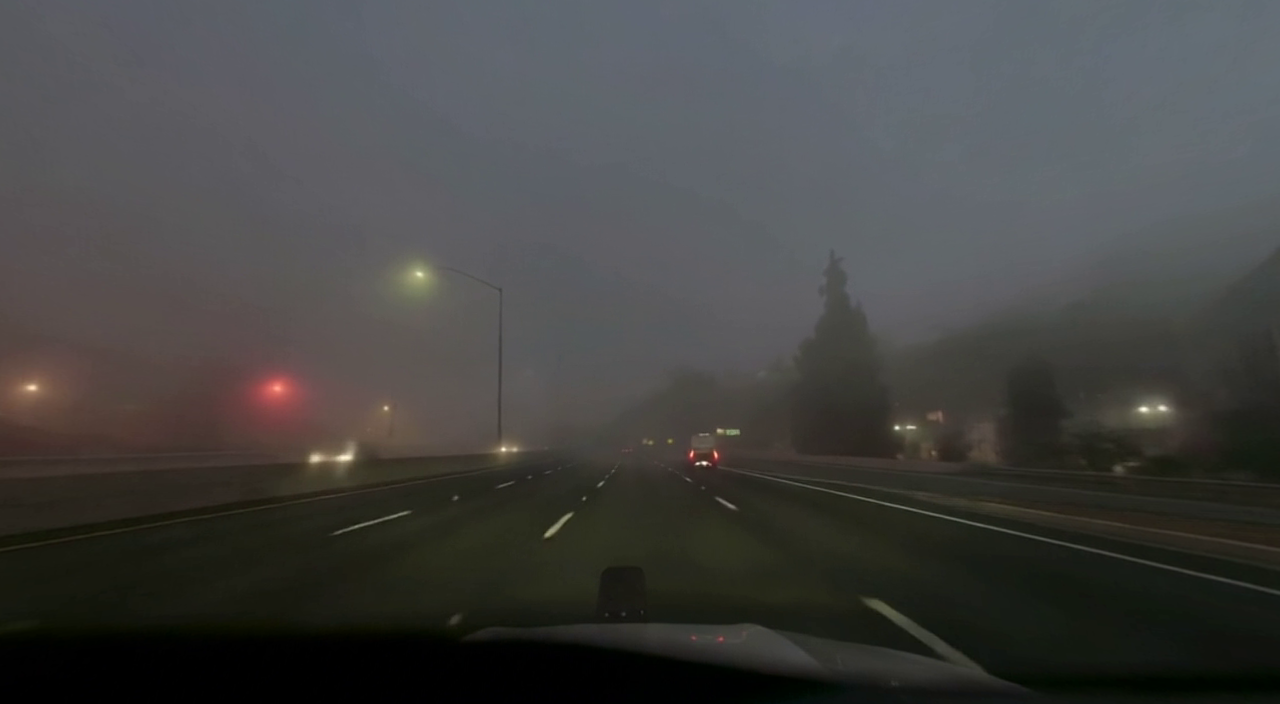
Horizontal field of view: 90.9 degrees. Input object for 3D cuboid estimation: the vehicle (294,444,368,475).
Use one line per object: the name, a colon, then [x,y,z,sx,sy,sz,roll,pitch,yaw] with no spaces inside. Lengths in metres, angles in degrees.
vehicle: [-16.692,5.802,34.279,1.986,1.552,4.014,0,-9,0]

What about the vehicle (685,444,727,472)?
vehicle: [3.776,6.134,36.665,1.926,1.477,4.025,0,-9,-2]
